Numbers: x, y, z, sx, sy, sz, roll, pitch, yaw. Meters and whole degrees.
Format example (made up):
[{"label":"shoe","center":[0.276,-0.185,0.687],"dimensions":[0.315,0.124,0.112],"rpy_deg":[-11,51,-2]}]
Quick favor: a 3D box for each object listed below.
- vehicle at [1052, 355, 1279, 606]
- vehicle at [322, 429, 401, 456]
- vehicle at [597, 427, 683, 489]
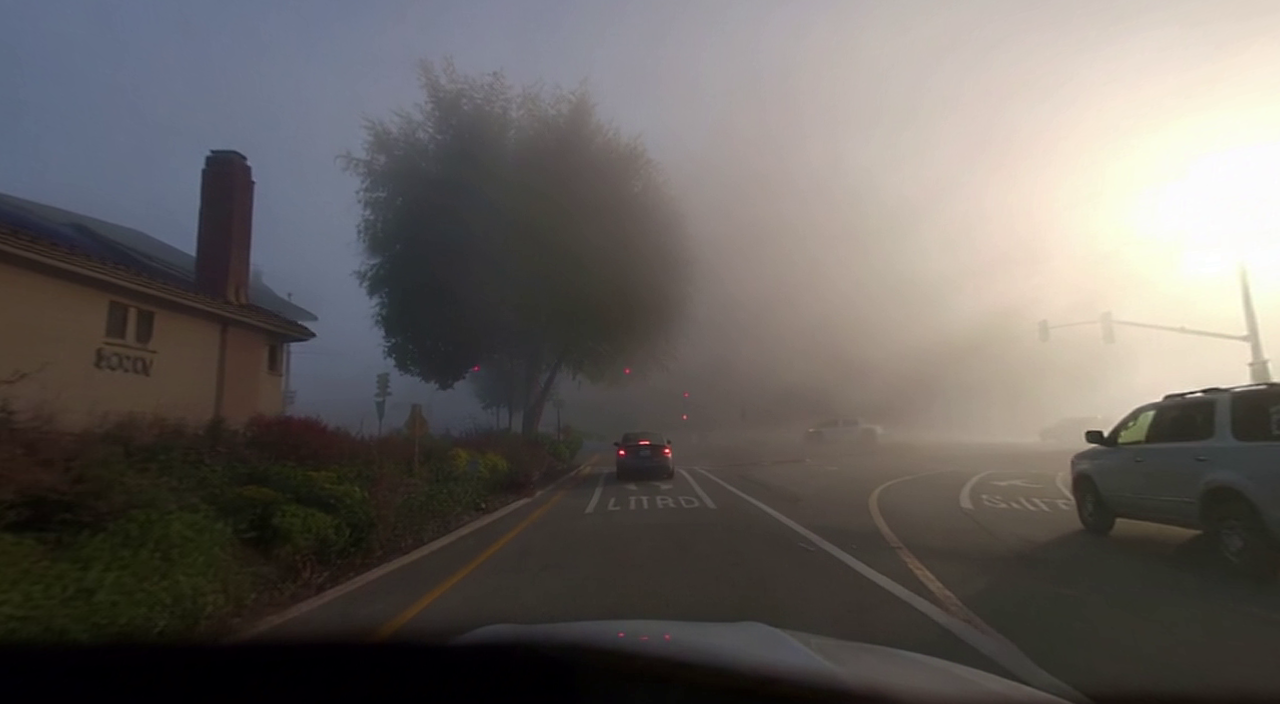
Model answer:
[{"label":"vehicle","center":[6.185,1.163,6.015],"dimensions":[2.084,1.870,5.068],"rpy_deg":[-2,-9,13]},{"label":"vehicle","center":[-17.757,5.785,40.369],"dimensions":[4.200,1.639,1.844],"rpy_deg":[-1,-8,1]},{"label":"vehicle","center":[-0.001,2.880,17.447],"dimensions":[2.056,1.473,4.380],"rpy_deg":[0,-8,0]}]
